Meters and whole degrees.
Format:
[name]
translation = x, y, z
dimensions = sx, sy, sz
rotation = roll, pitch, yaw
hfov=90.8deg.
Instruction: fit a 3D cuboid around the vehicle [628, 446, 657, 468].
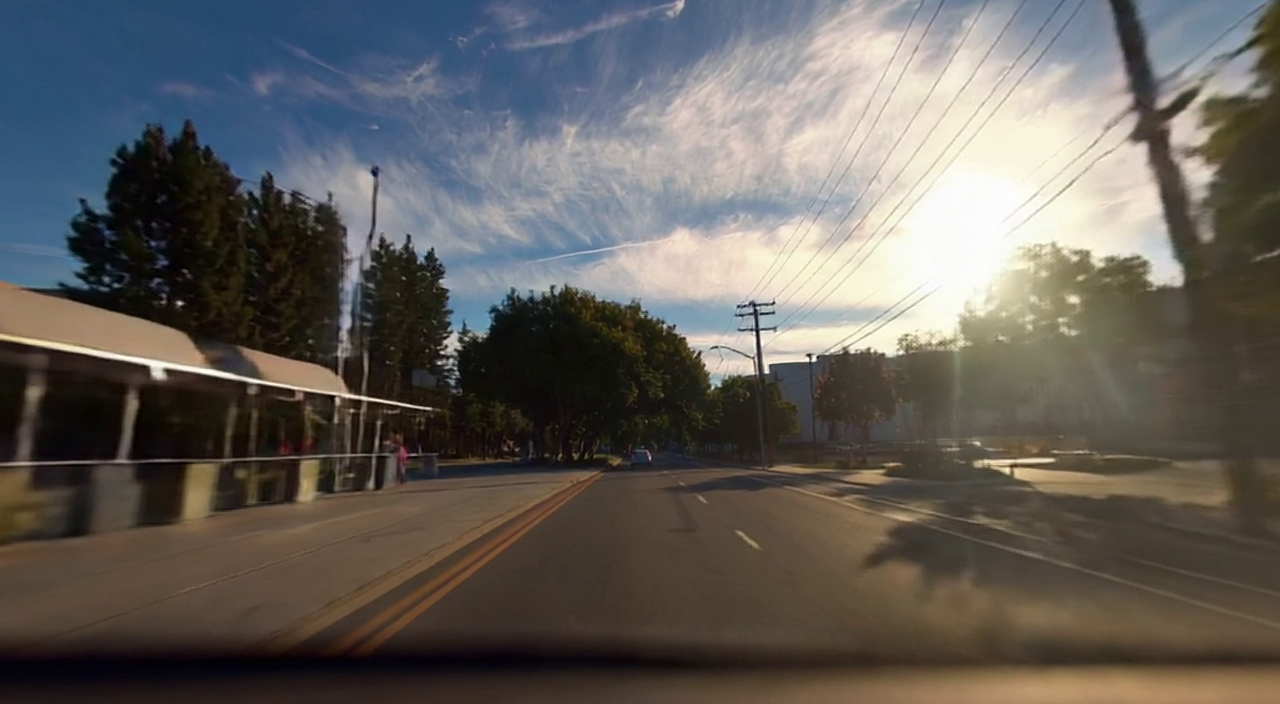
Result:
[vehicle]
translation = 0.166, 7.834, 47.309
dimensions = 2.109, 1.501, 4.042
rotation = 1, -8, 0
